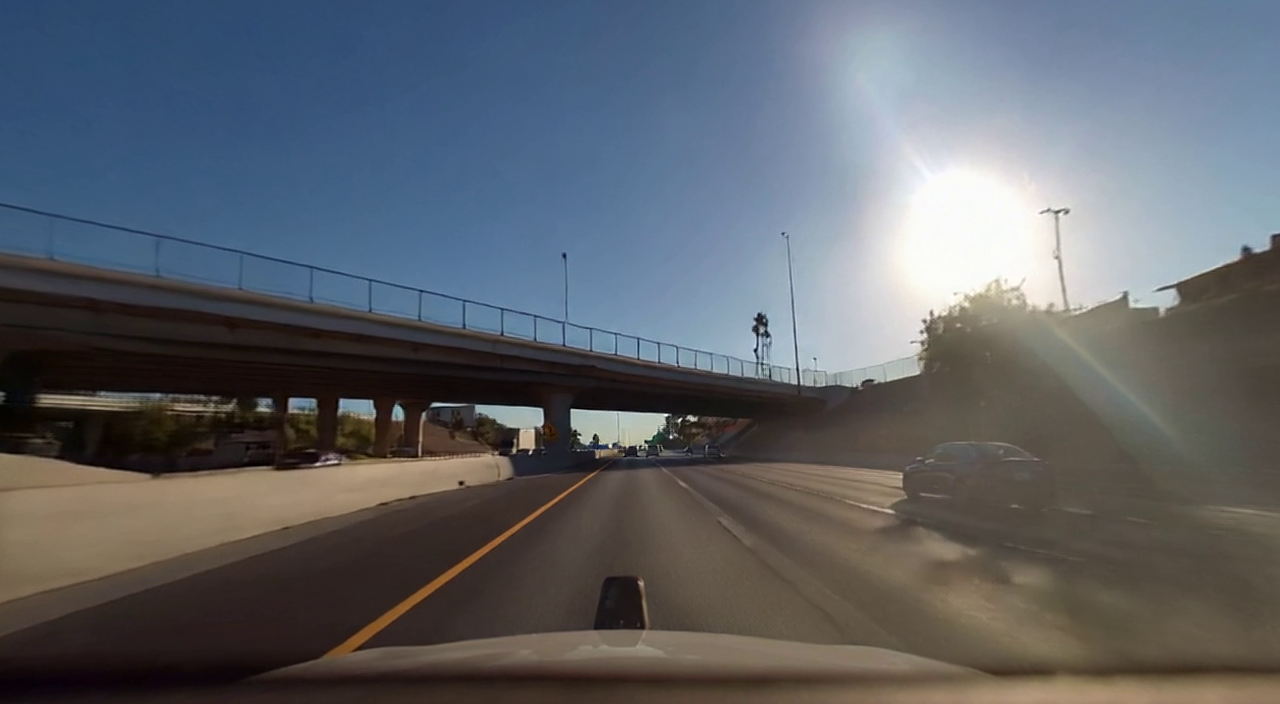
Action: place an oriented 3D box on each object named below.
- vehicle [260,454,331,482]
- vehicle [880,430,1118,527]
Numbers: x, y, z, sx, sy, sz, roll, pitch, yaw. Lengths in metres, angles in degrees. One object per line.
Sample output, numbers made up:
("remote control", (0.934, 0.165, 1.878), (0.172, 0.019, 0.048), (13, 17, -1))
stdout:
("vehicle", (-20.723, 6.977, 38.180), (1.832, 1.504, 4.322), (0, -9, 0))
("vehicle", (6.745, 2.405, 12.647), (1.901, 1.548, 4.684), (0, -9, -1))
